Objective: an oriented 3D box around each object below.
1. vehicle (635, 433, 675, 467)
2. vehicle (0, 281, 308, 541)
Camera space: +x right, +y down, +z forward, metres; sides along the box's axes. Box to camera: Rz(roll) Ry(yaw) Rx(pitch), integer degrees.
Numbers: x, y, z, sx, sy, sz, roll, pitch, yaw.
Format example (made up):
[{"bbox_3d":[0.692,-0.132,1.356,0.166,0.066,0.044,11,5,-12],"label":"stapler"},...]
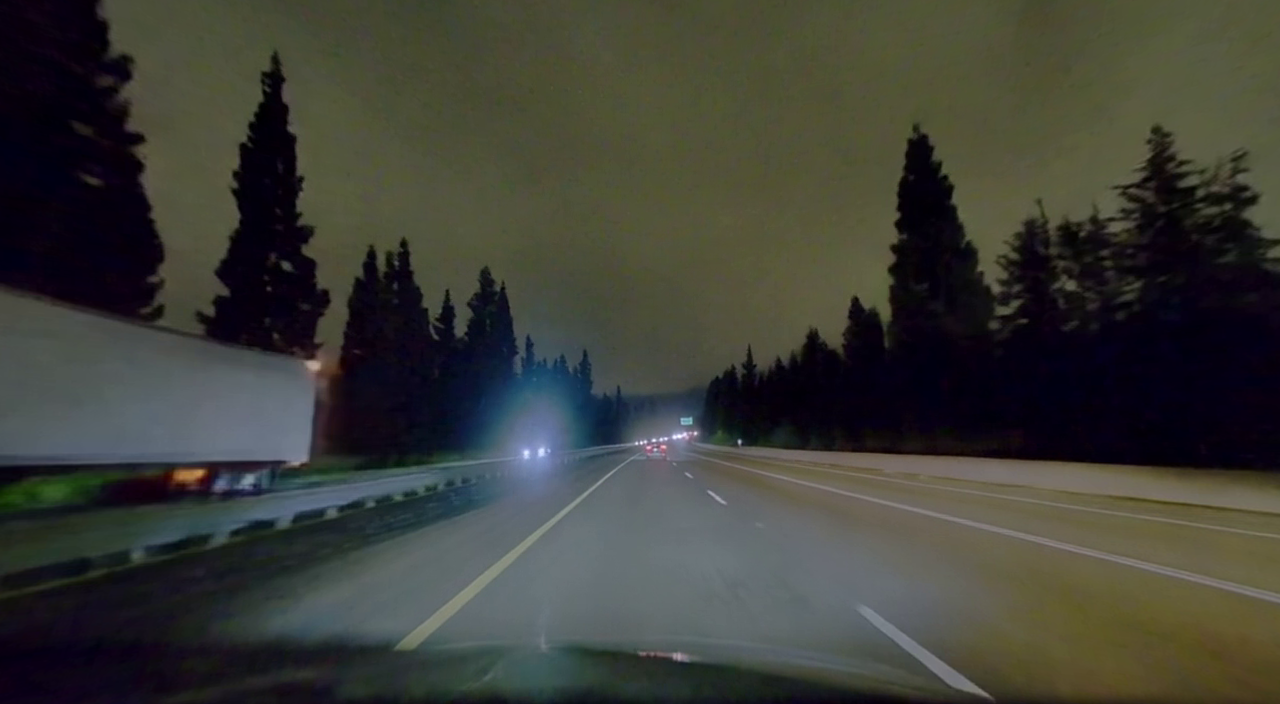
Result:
[{"bbox_3d":[0.941,6.001,38.789,2.301,1.944,4.554,0,-8,1],"label":"vehicle"},{"bbox_3d":[-11.705,1.229,11.996,2.948,4.113,14.195,0,-8,0],"label":"vehicle"}]
